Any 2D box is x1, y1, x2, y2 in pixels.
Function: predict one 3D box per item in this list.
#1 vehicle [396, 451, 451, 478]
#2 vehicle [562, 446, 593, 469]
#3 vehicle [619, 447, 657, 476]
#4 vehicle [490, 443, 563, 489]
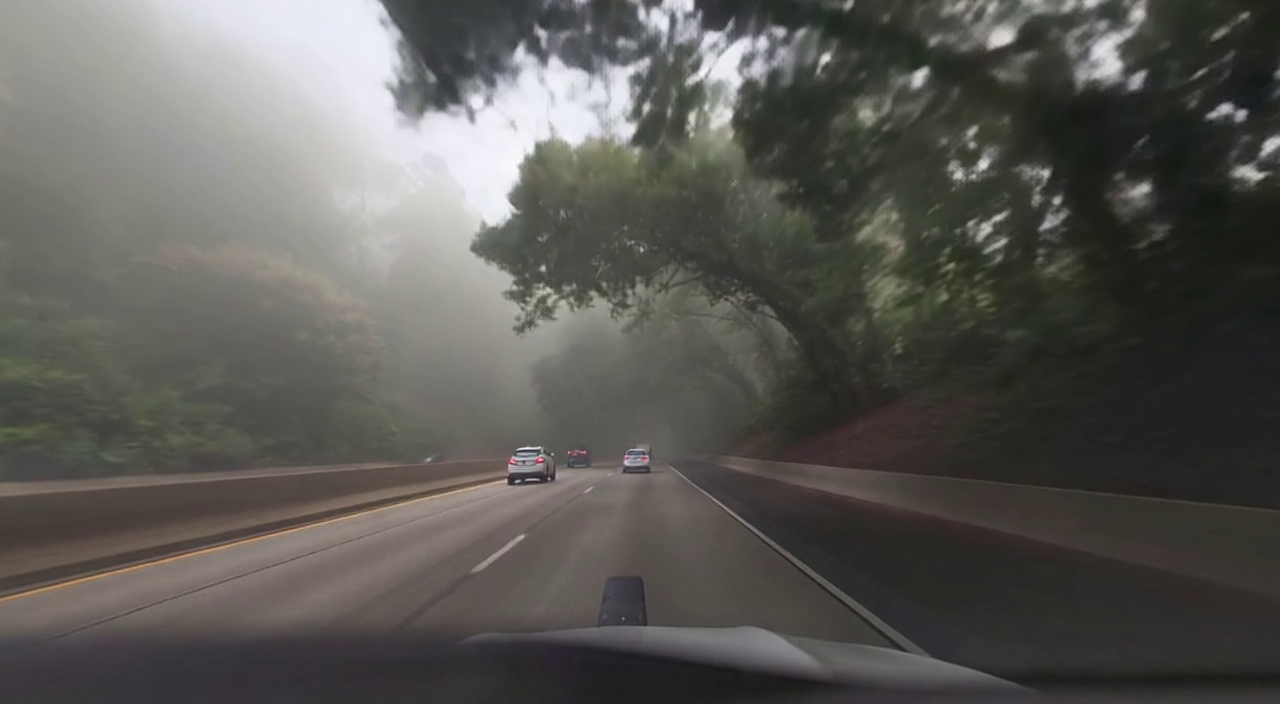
[{"bbox_3d":[-12.638,6.584,37.082,1.761,1.468,4.061,0,-9,0],"label":"vehicle"},{"bbox_3d":[-4.512,7.692,45.939,1.834,1.615,3.624,0,-9,0],"label":"vehicle"},{"bbox_3d":[-0.111,5.955,34.531,2.001,1.490,3.914,0,-9,0],"label":"vehicle"},{"bbox_3d":[-4.138,4.233,23.652,1.978,1.538,3.755,0,-9,1],"label":"vehicle"}]
